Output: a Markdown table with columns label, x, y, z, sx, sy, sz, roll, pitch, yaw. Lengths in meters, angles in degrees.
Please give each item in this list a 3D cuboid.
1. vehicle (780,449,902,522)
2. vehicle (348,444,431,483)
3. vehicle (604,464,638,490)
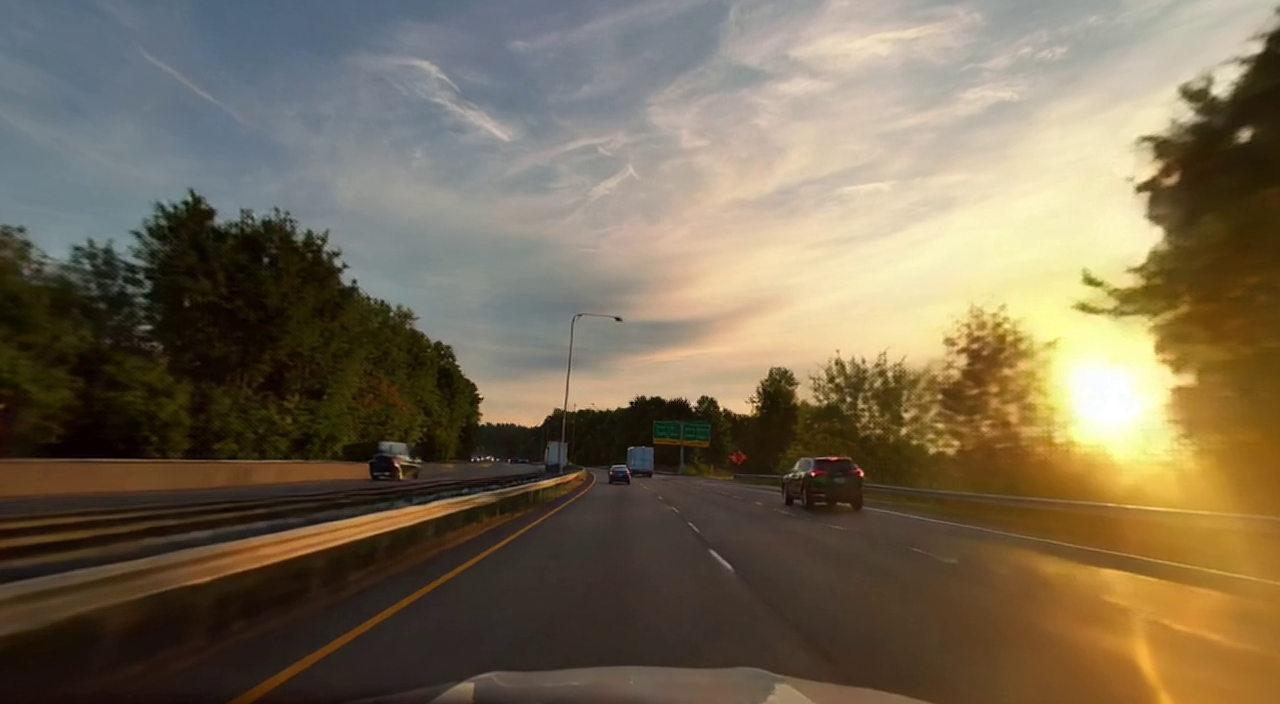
| label | x | y | z | sx | sy | sz | roll | pitch | yaw |
| --- | --- | --- | --- | --- | --- | --- | --- | --- | --- |
| vehicle | 5.654 | 3.845 | 18.482 | 1.998 | 1.776 | 4.663 | 2 | -10 | -1 |
| vehicle | -11.704 | 5.295 | 29.848 | 1.952 | 1.618 | 4.859 | 2 | -10 | -1 |
| vehicle | -1.194 | 7.654 | 38.802 | 1.987 | 1.467 | 3.903 | 2 | -10 | -2 |
